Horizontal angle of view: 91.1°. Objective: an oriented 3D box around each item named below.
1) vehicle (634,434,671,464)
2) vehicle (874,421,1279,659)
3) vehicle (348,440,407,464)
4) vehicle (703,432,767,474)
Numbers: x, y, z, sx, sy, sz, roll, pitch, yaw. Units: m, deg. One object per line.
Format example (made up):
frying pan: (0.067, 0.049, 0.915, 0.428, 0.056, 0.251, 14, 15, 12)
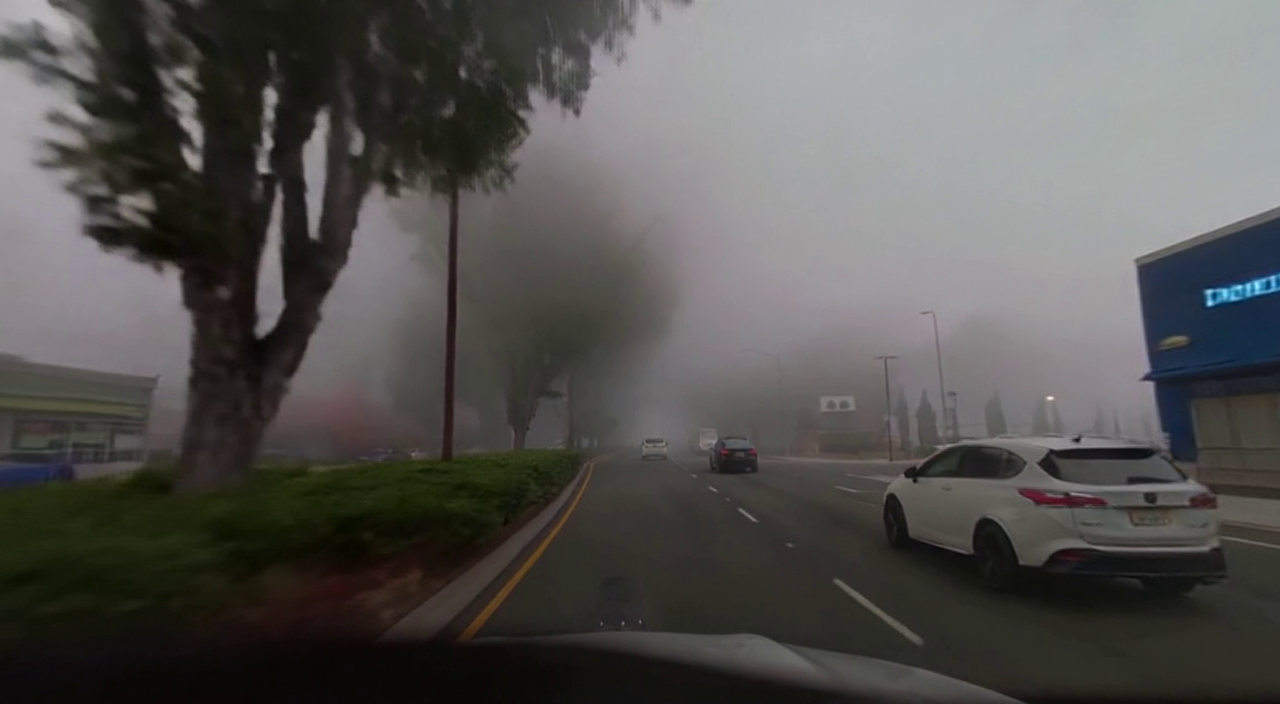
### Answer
vehicle: (0.736, 5.848, 37.859, 2.098, 1.682, 3.778, 0, -8, 0)
vehicle: (4.123, 1.496, 6.212, 1.908, 1.463, 4.506, 0, -8, 1)
vehicle: (-18.499, 7.064, 44.514, 1.947, 1.580, 4.857, 0, -9, 1)
vehicle: (4.045, 4.386, 27.429, 2.115, 1.692, 4.189, 0, -8, 0)
